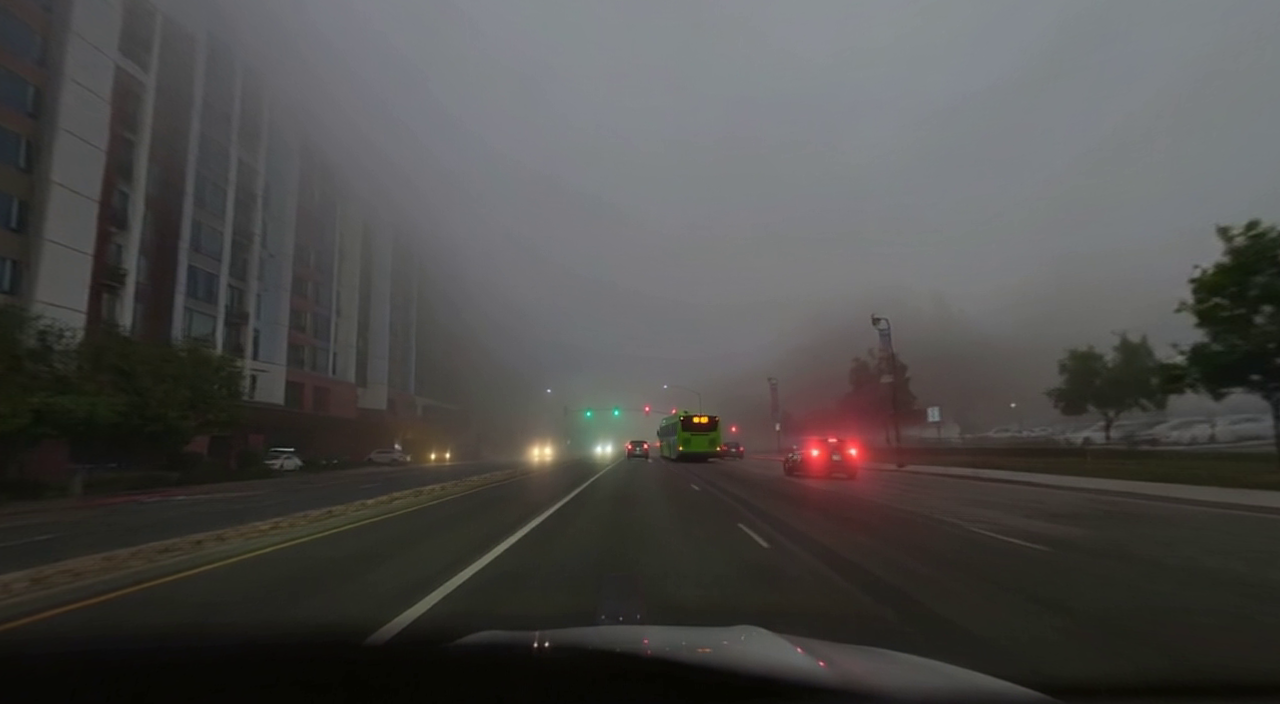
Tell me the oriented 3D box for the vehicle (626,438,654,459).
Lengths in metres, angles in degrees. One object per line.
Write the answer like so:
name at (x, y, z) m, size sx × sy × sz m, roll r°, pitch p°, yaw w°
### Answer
vehicle at (-0.008, 7.569, 49.502) m, size 2.145 × 1.572 × 4.021 m, roll 0°, pitch -9°, yaw 0°

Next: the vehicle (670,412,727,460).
vehicle at (4.380, 6.662, 49.525) m, size 2.760 × 3.325 × 9.045 m, roll 1°, pitch -9°, yaw -6°

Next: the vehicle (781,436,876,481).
vehicle at (6.706, 3.838, 22.997) m, size 1.992 × 1.447 × 4.414 m, roll 0°, pitch -9°, yaw -1°
